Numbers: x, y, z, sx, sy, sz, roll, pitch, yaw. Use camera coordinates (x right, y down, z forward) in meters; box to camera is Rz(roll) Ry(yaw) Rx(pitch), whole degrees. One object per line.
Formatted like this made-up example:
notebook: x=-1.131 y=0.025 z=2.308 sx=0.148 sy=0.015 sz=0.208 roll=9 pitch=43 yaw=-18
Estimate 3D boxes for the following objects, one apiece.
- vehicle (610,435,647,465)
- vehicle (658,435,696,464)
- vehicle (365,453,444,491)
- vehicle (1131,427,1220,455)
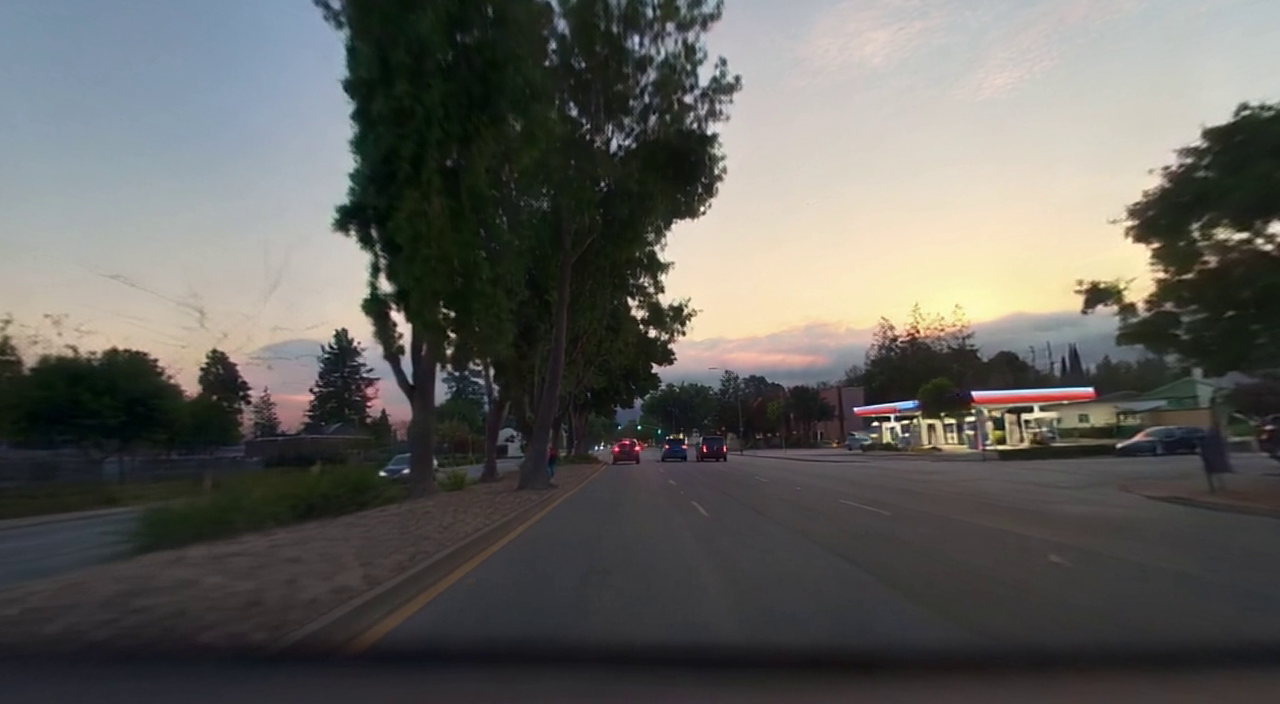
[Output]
vehicle: x=-0.799 y=6.268 z=40.456 sx=2.261 sy=1.820 sz=4.255 roll=0 pitch=-8 yaw=-3
vehicle: x=2.423 y=6.567 z=42.555 sx=2.140 sy=1.800 sz=4.660 roll=0 pitch=-8 yaw=-2
vehicle: x=-10.750 y=5.488 z=29.229 sx=2.052 sy=1.503 sz=4.559 roll=0 pitch=-8 yaw=-2
vehicle: x=29.939 y=4.976 z=35.288 sx=4.663 sy=1.485 sz=1.991 roll=4 pitch=-9 yaw=-26
